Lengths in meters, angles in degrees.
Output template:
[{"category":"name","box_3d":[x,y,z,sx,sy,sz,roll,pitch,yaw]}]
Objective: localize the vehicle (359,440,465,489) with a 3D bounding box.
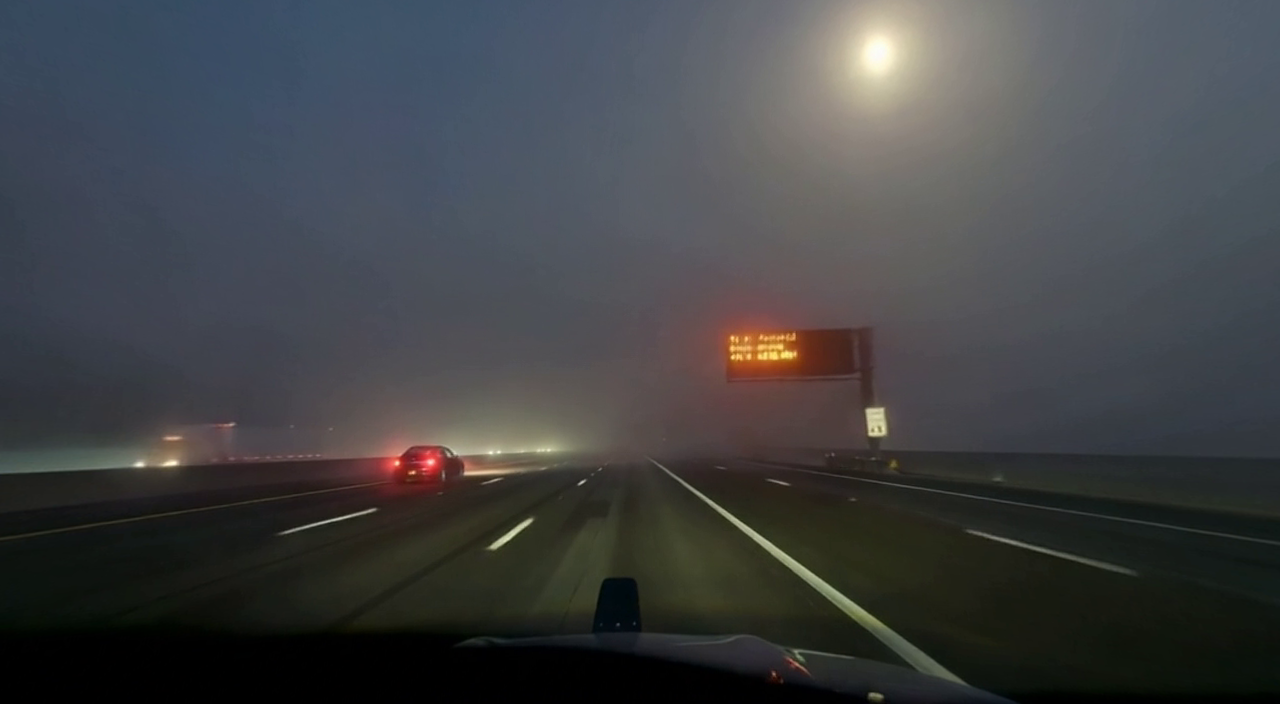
[{"category":"vehicle","box_3d":[-7.981,3.968,22.680,2.005,1.545,4.874,0,-8,0]}]
